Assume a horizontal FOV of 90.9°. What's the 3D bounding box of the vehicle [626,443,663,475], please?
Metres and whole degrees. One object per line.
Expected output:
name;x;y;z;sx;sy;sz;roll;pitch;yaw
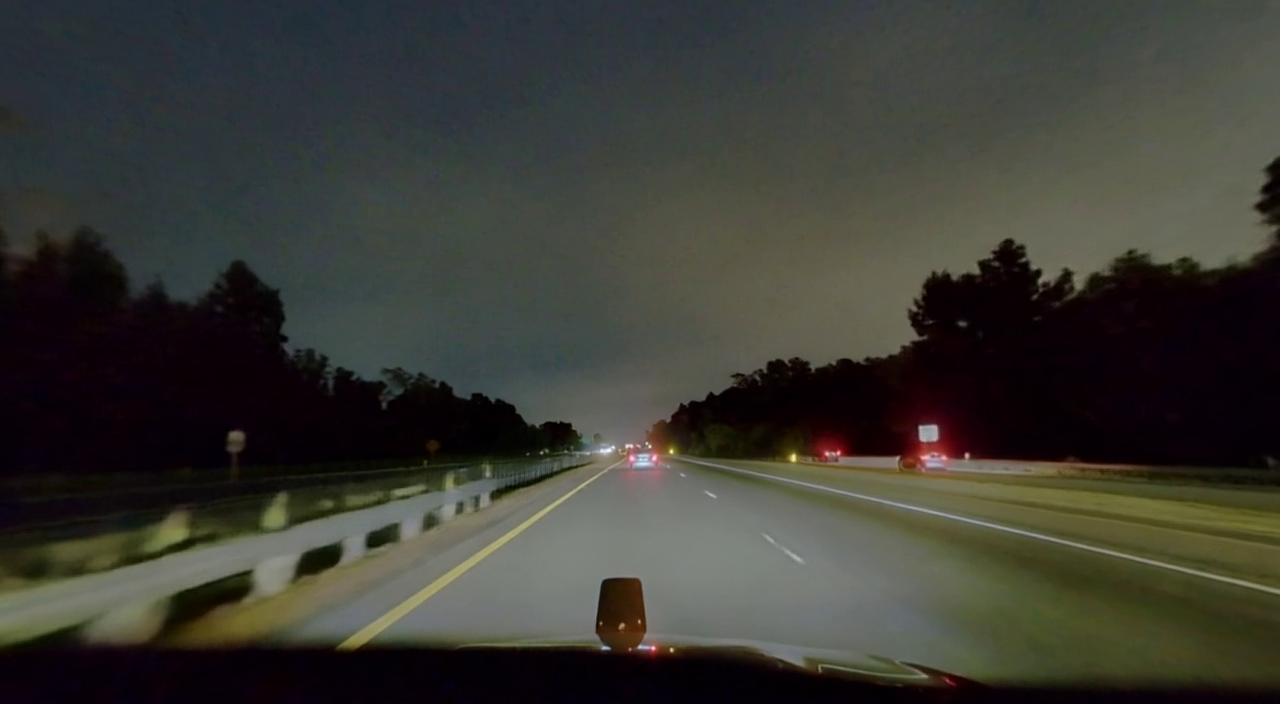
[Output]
vehicle;0.233;5.918;35.093;1.987;1.658;3.620;0;-9;0
